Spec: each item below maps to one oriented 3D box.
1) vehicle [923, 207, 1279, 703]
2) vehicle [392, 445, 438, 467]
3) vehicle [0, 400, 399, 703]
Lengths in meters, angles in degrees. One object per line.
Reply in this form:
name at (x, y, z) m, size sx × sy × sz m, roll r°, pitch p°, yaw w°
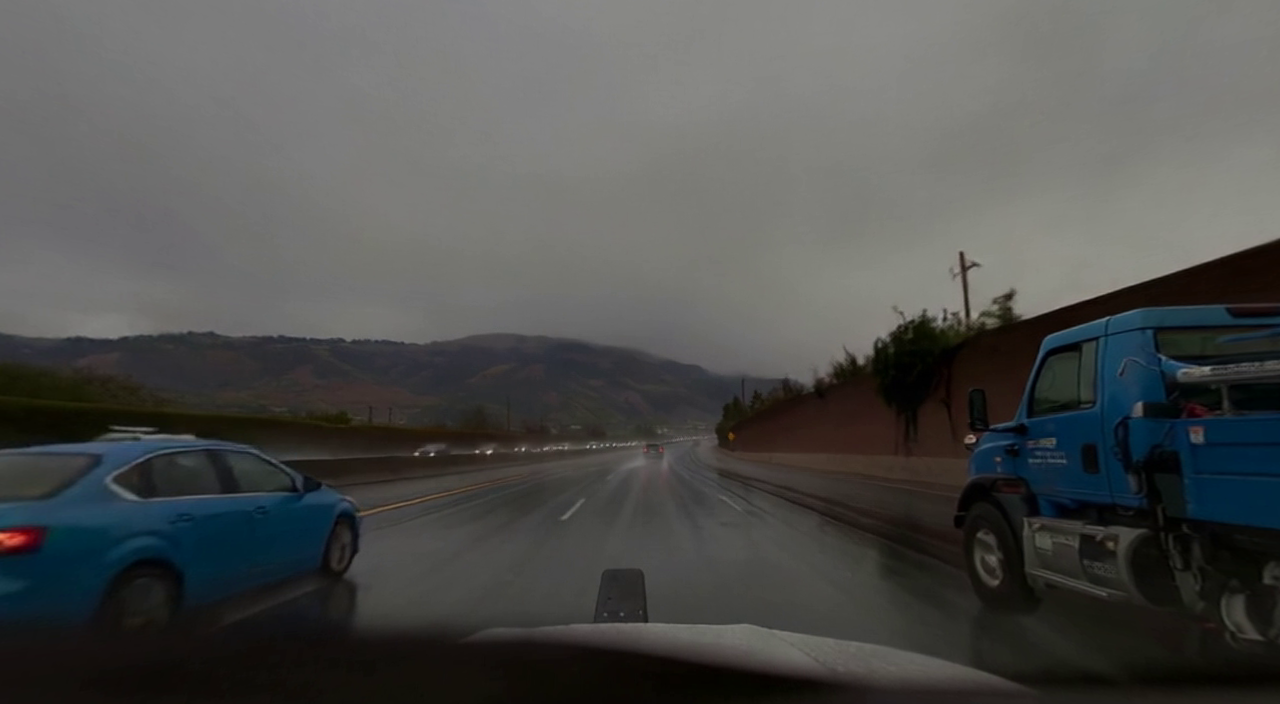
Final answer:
vehicle at (3.631, 0.525, 1.850) m, size 2.538 × 2.228 × 6.370 m, roll 0°, pitch -9°, yaw -1°
vehicle at (-17.775, 8.225, 49.797) m, size 1.894 × 1.695 × 4.457 m, roll 0°, pitch -9°, yaw 2°
vehicle at (-3.702, 1.248, 4.614) m, size 1.974 × 1.493 × 4.563 m, roll 0°, pitch -9°, yaw 1°
